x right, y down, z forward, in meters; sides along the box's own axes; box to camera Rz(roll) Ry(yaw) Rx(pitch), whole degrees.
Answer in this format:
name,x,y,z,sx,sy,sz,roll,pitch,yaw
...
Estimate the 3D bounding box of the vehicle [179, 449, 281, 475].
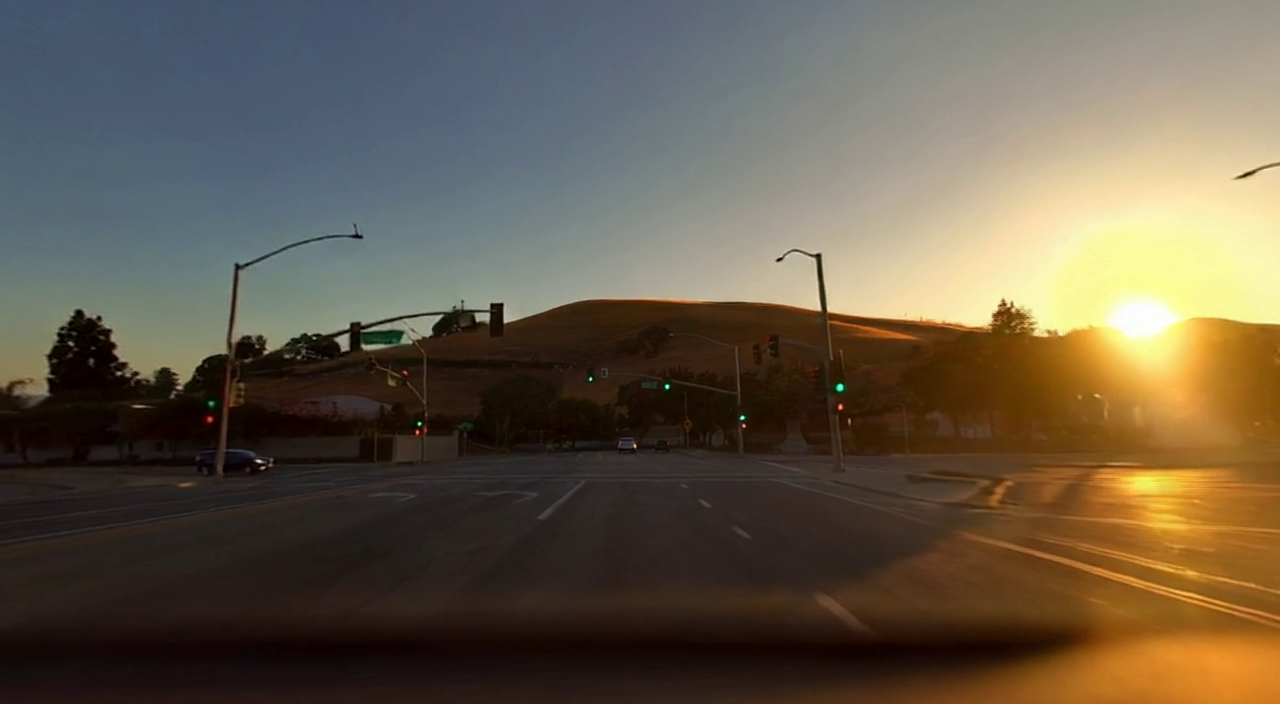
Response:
name,x,y,z,sx,sy,sz,roll,pitch,yaw
vehicle,-23.344,6.241,35.950,4.518,1.423,1.888,0,-9,3
